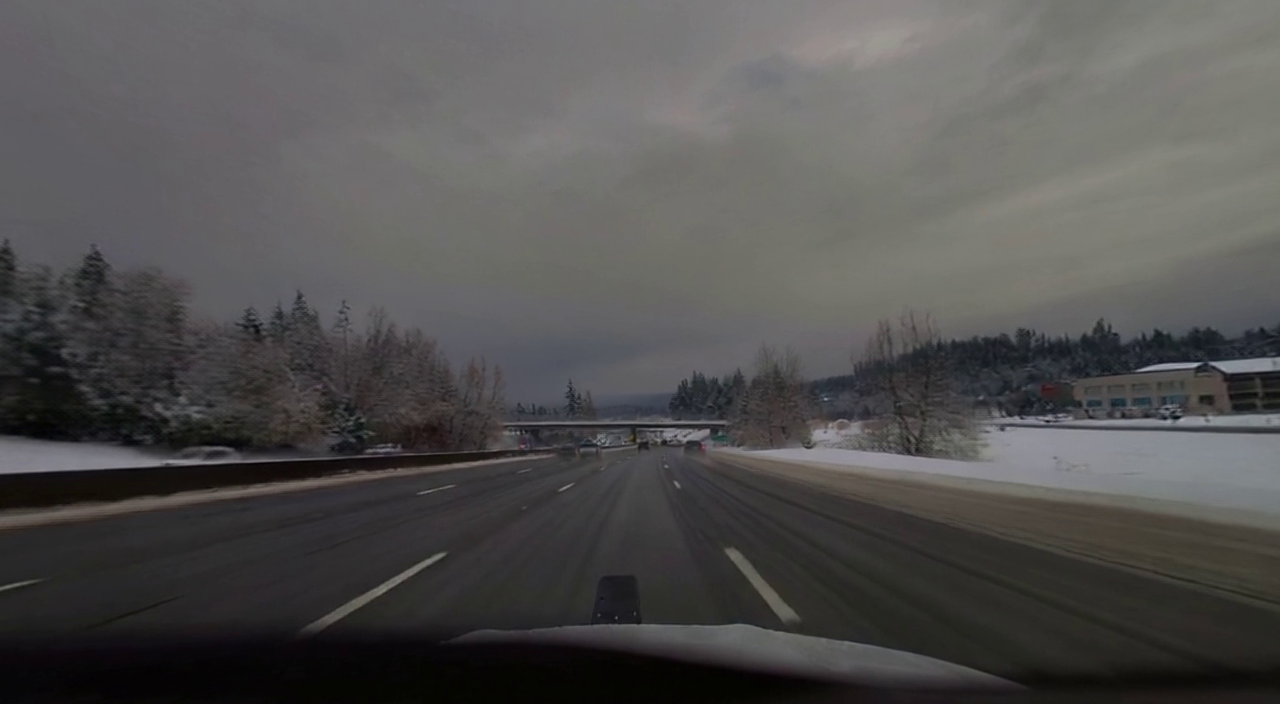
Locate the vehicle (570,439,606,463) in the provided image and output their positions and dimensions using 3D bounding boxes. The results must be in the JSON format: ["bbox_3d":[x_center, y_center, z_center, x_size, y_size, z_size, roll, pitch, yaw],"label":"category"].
[{"bbox_3d":[-3.740,7.243,46.288,2.179,1.693,4.204,0,-8,2],"label":"vehicle"}]

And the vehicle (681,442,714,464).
[{"bbox_3d":[4.067,7.169,45.107,1.967,1.475,4.080,0,-8,0],"label":"vehicle"}]

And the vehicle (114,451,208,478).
[{"bbox_3d":[-26.977,6.320,35.794,1.772,1.422,4.404,0,-8,1],"label":"vehicle"}]
